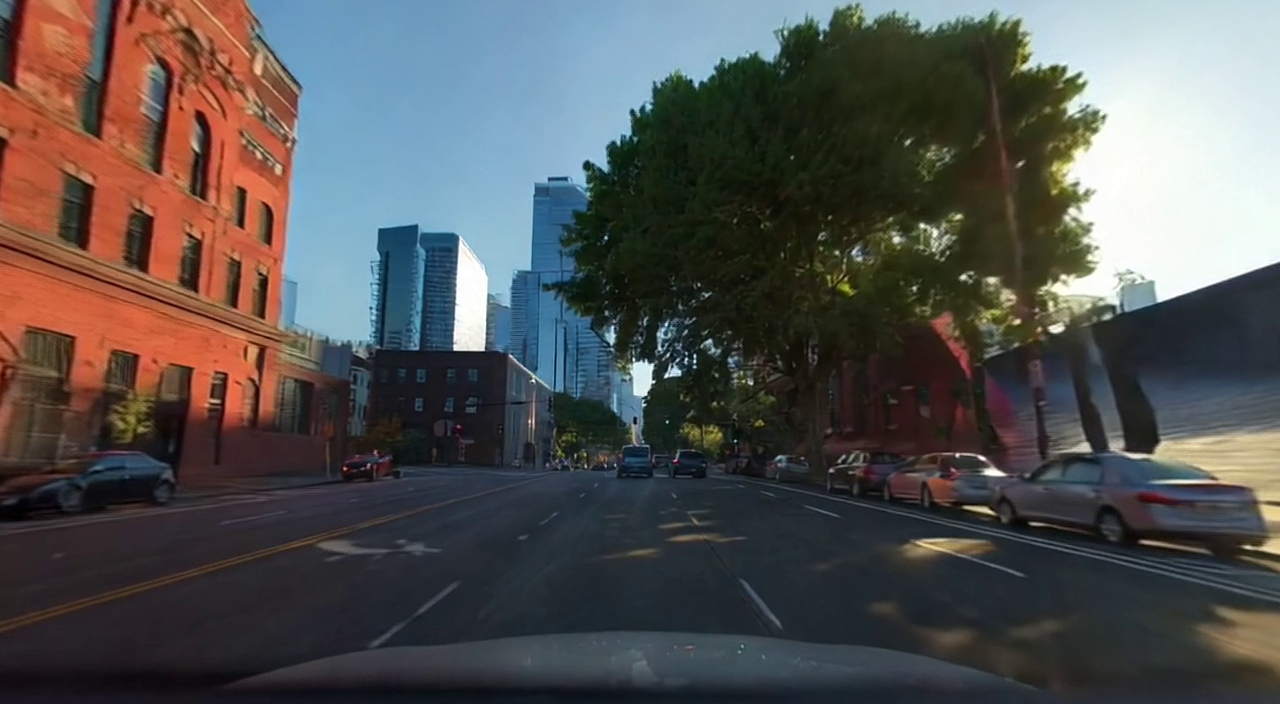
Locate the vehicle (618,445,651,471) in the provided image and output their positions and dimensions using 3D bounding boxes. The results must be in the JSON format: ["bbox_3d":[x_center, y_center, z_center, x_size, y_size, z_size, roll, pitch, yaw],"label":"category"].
[{"bbox_3d":[-0.427,7.971,47.680,2.329,1.842,4.537,0,-8,-1],"label":"vehicle"}]

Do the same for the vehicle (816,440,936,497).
[{"bbox_3d":[8.121,4.086,22.361,2.310,1.753,4.814,0,-9,-1],"label":"vehicle"}]

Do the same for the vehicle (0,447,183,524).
[{"bbox_3d":[-14.846,3.410,16.768,2.063,1.735,4.317,0,-9,1],"label":"vehicle"}]

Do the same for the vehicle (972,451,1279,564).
[{"bbox_3d":[8.048,2.430,10.780,2.030,1.444,4.832,0,-9,-1],"label":"vehicle"}]

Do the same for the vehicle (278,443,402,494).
[{"bbox_3d":[-14.481,5.644,31.132,2.822,2.230,6.145,0,-9,3],"label":"vehicle"}]

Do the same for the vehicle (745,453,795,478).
[{"bbox_3d":[8.128,7.135,40.017,2.054,1.455,4.786,0,-9,-2],"label":"vehicle"}]

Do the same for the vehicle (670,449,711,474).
[{"bbox_3d":[3.137,6.954,40.384,2.238,1.499,4.964,0,-8,0],"label":"vehicle"}]

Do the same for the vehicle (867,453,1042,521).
[{"bbox_3d":[7.959,3.428,16.676,2.075,1.467,4.800,0,-9,-1],"label":"vehicle"}]
